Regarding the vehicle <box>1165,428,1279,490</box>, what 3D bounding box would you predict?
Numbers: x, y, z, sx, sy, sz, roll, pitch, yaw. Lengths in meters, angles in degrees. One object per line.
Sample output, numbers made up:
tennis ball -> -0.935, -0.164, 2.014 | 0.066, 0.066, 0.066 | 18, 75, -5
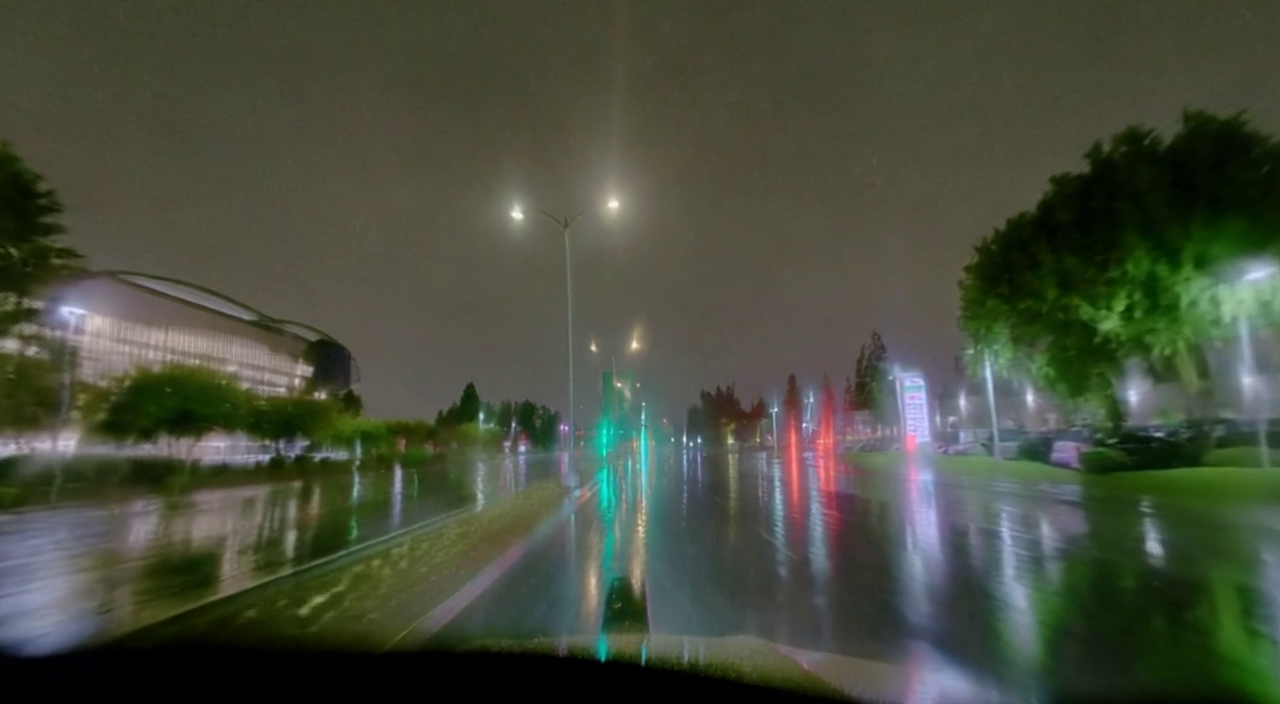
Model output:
vehicle -> 17.502, 2.853, 17.125 | 4.554, 1.547, 2.057 | -1, -9, -1
